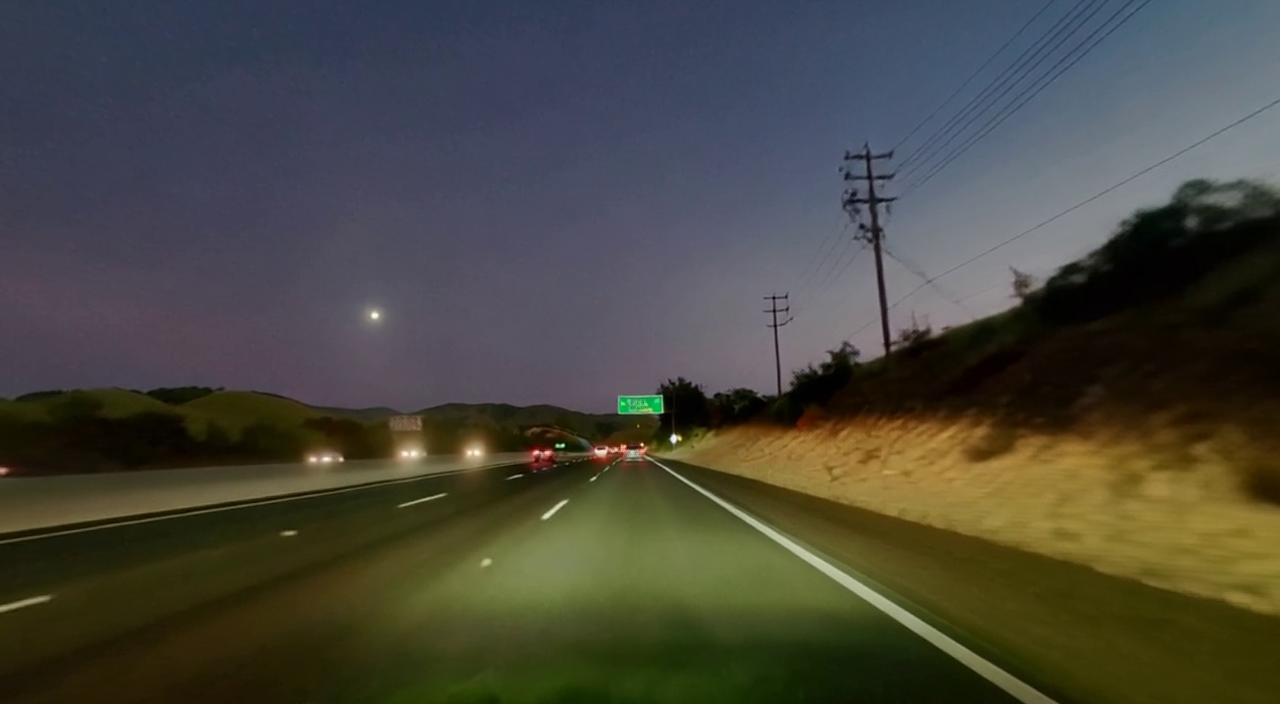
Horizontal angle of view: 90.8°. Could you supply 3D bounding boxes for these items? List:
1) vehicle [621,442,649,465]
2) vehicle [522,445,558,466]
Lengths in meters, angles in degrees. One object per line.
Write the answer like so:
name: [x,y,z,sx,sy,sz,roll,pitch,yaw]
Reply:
vehicle: [-0.383,7.808,48.834,2.063,1.715,4.299,0,-8,-1]
vehicle: [-7.759,8.063,49.450,2.077,1.511,4.323,0,-8,0]
